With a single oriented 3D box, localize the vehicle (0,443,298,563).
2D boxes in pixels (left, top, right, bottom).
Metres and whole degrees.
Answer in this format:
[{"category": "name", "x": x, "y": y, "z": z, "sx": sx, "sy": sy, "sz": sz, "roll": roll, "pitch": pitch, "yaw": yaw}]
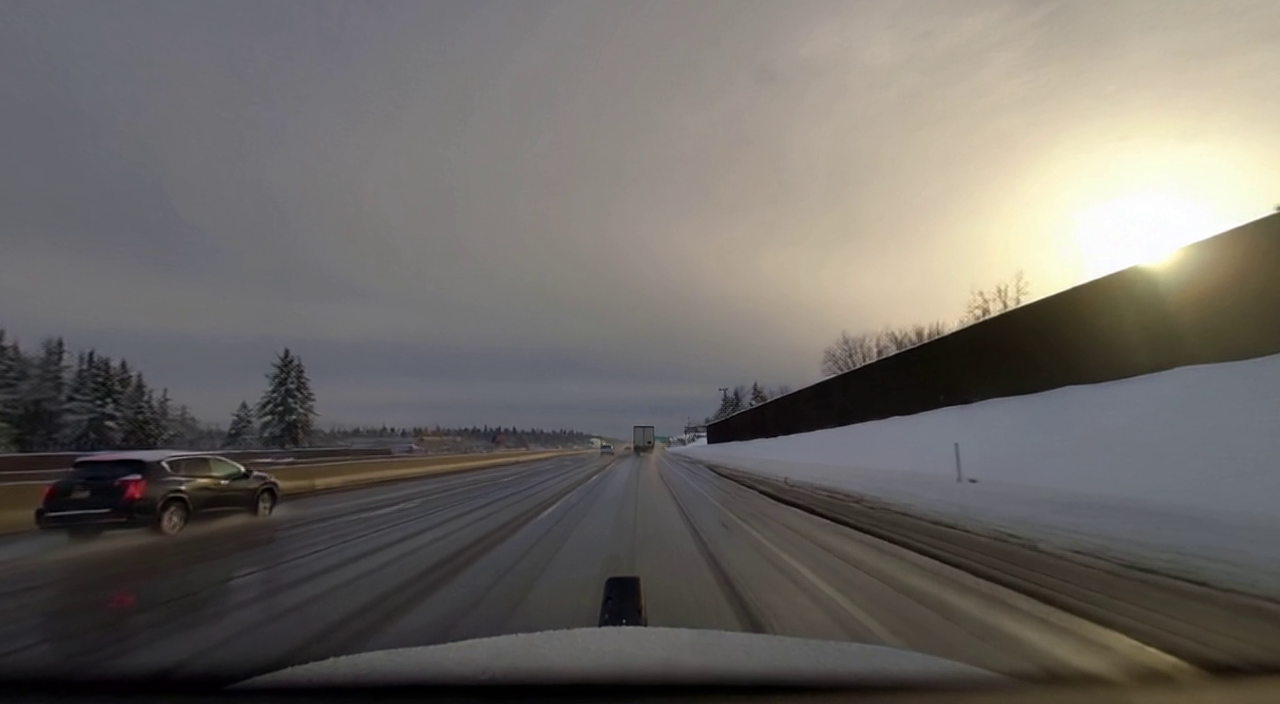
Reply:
[{"category": "vehicle", "x": -7.778, "y": 2.206, "z": 10.136, "sx": 1.979, "sy": 1.470, "sz": 4.485, "roll": 0, "pitch": -8, "yaw": 1}]
